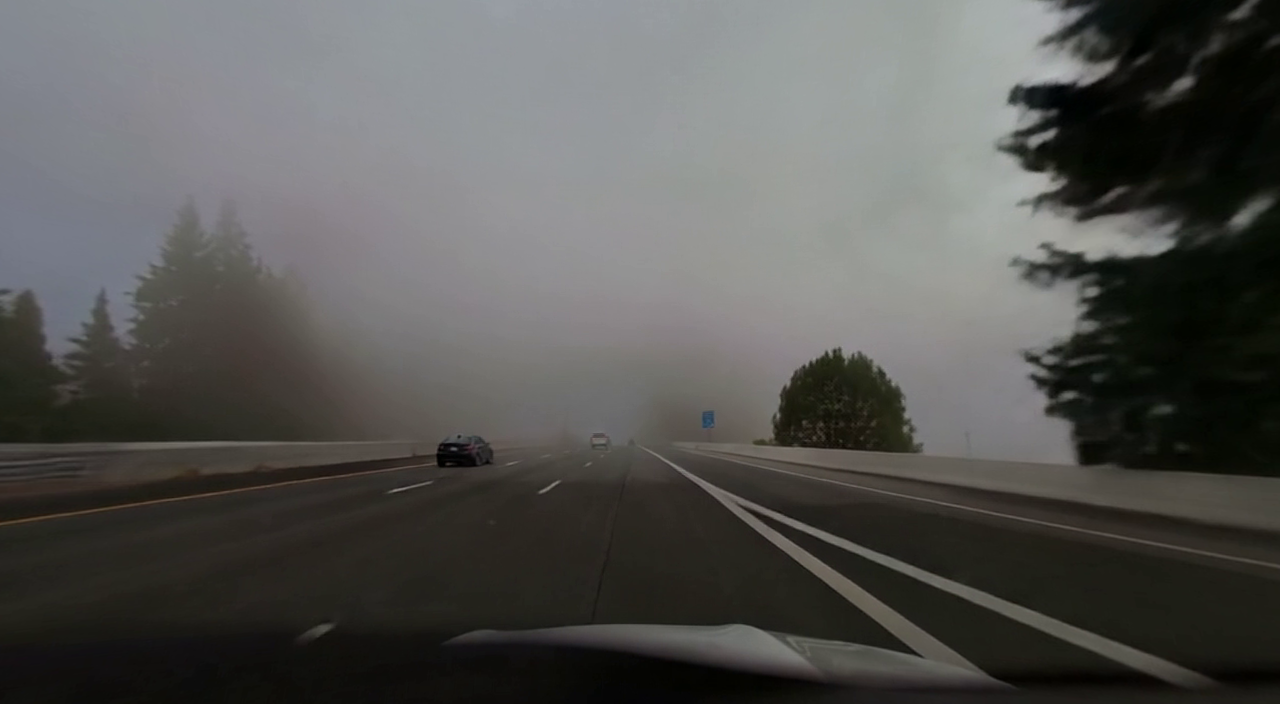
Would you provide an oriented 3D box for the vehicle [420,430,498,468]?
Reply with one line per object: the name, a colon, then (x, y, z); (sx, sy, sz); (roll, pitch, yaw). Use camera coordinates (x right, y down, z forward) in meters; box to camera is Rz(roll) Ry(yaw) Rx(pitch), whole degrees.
vehicle: (-8.260, 4.436, 29.286); (2.092, 1.574, 5.251); (0, -7, 0)
